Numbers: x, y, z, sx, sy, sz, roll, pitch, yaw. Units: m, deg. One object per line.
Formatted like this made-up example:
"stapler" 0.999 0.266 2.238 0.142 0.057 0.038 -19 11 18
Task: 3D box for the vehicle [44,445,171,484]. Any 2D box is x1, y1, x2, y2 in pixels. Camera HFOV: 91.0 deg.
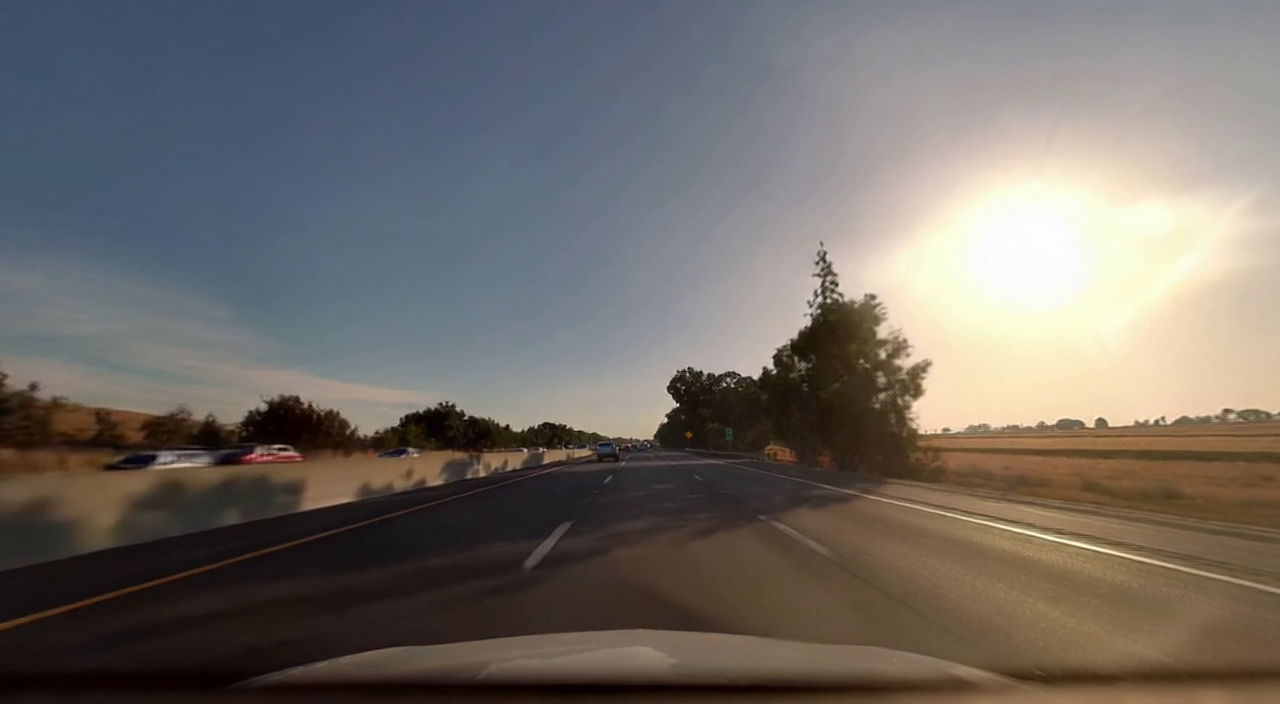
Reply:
"vehicle" -24.857 5.253 29.676 1.933 1.674 4.573 0 -8 0

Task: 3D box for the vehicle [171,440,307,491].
"vehicle" -16.452 4.635 26.277 2.103 1.793 5.213 -3 -8 2
